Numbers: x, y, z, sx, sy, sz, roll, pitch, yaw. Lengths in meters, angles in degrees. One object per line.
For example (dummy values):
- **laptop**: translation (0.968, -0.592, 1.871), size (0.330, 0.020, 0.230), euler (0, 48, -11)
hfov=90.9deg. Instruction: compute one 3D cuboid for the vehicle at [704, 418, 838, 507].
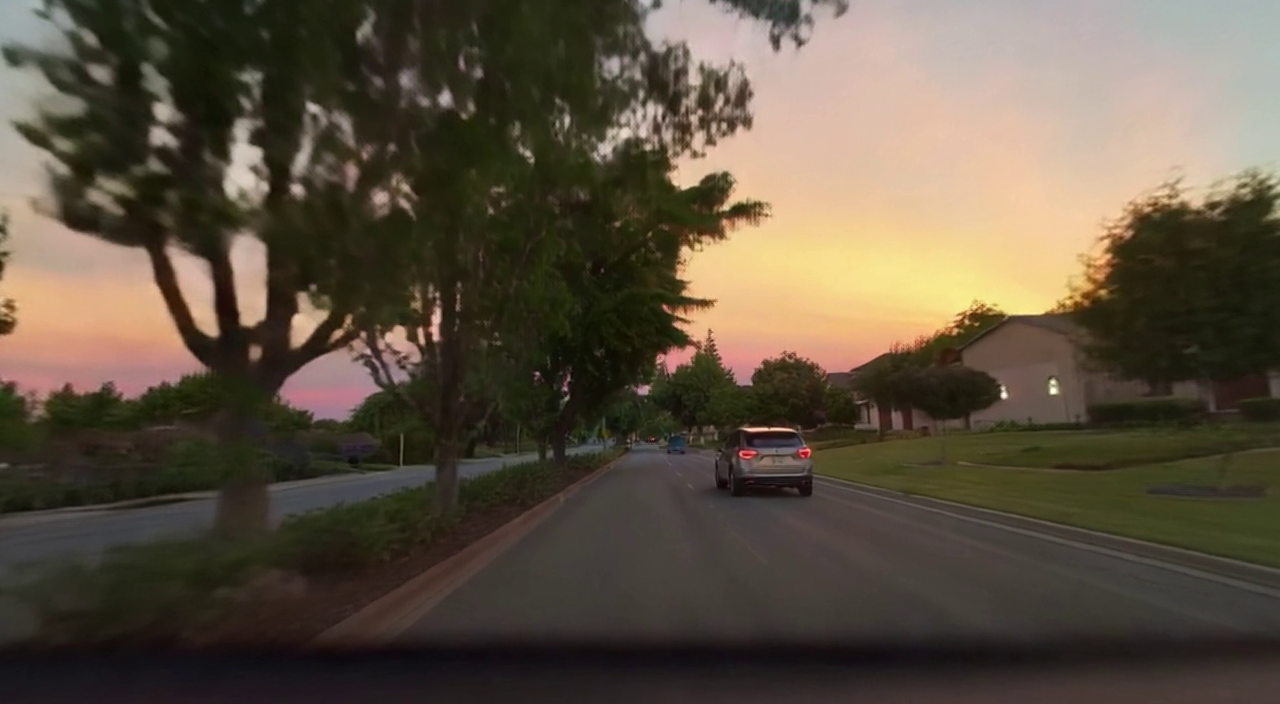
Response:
- **vehicle**: translation (2.871, 2.562, 15.056), size (2.180, 1.773, 4.639), euler (0, -8, 0)
